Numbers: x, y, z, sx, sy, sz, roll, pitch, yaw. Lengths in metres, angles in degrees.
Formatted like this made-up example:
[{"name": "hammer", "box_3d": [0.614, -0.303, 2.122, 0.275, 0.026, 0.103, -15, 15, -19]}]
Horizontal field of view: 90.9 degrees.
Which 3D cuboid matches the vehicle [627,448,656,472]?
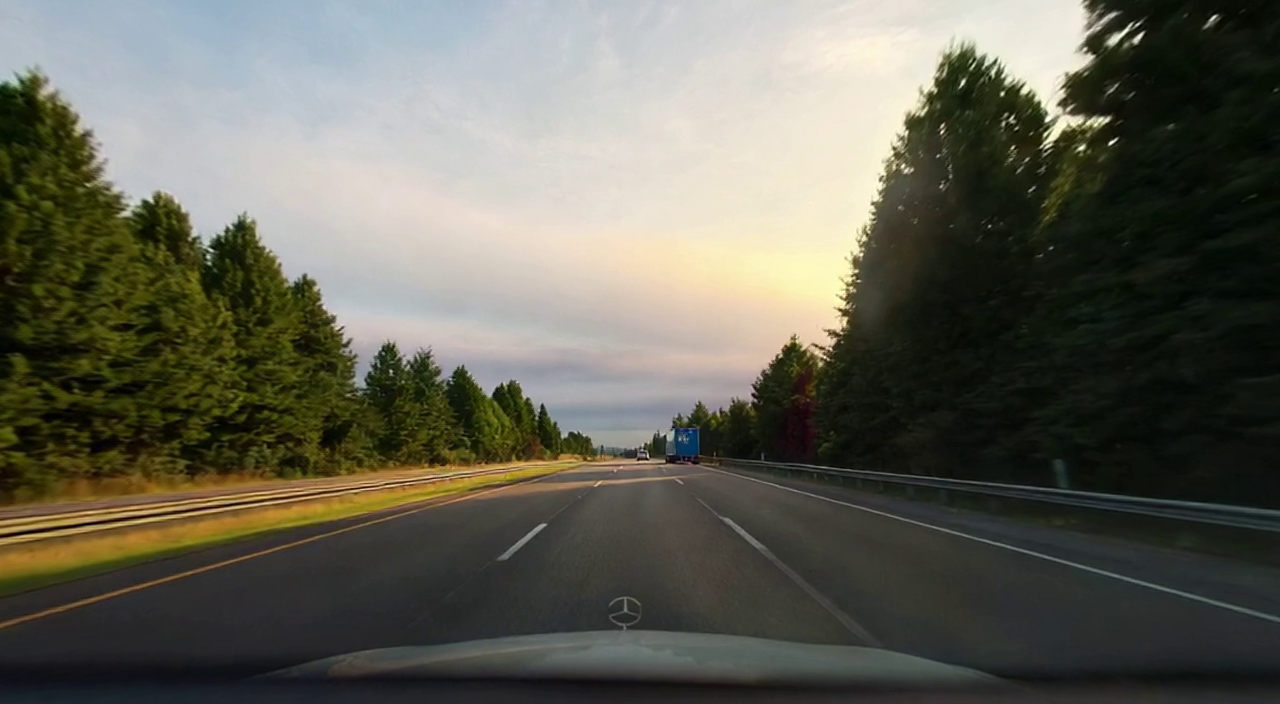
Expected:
[{"name": "vehicle", "box_3d": [0.079, 7.380, 43.169, 1.900, 1.497, 3.732, 0, -9, 0]}]
